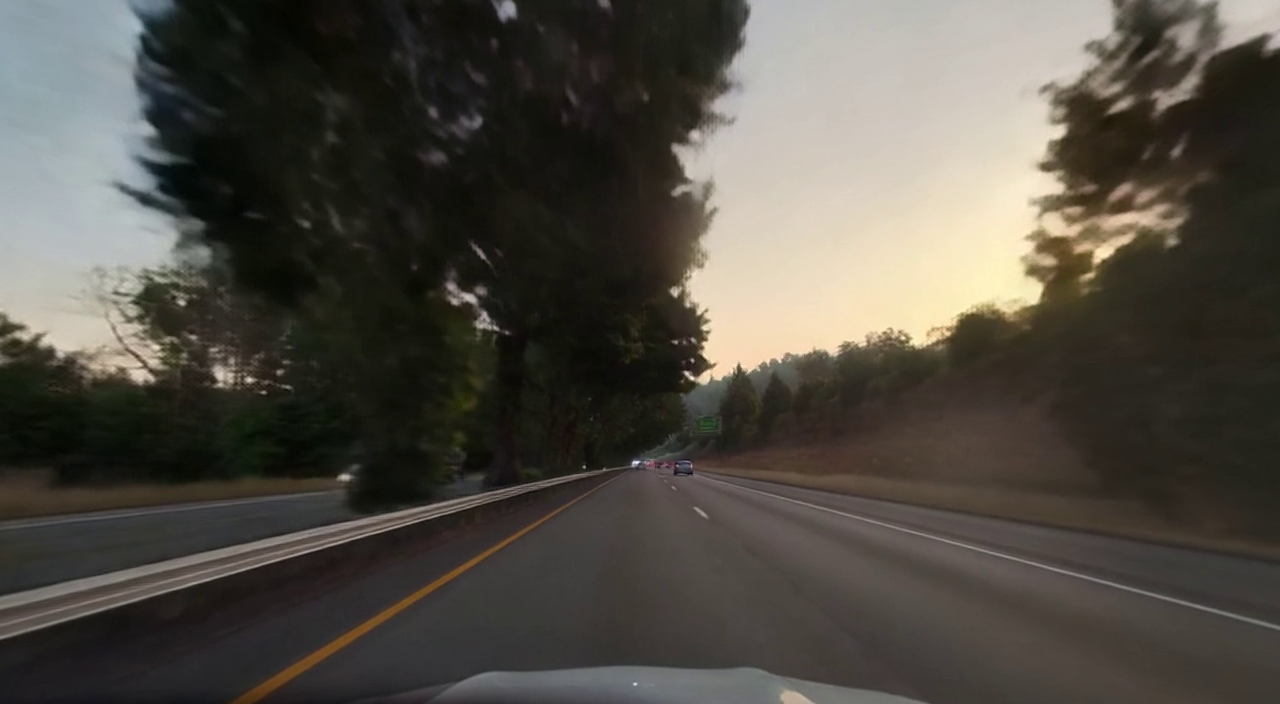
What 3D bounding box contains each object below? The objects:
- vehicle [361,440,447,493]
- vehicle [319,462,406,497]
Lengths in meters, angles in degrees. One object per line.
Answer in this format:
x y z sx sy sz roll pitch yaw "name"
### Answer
-13.252 6.523 35.931 2.526 2.716 5.691 0 -10 1 "vehicle"
-13.132 6.051 30.127 2.134 1.488 4.249 1 -10 1 "vehicle"
